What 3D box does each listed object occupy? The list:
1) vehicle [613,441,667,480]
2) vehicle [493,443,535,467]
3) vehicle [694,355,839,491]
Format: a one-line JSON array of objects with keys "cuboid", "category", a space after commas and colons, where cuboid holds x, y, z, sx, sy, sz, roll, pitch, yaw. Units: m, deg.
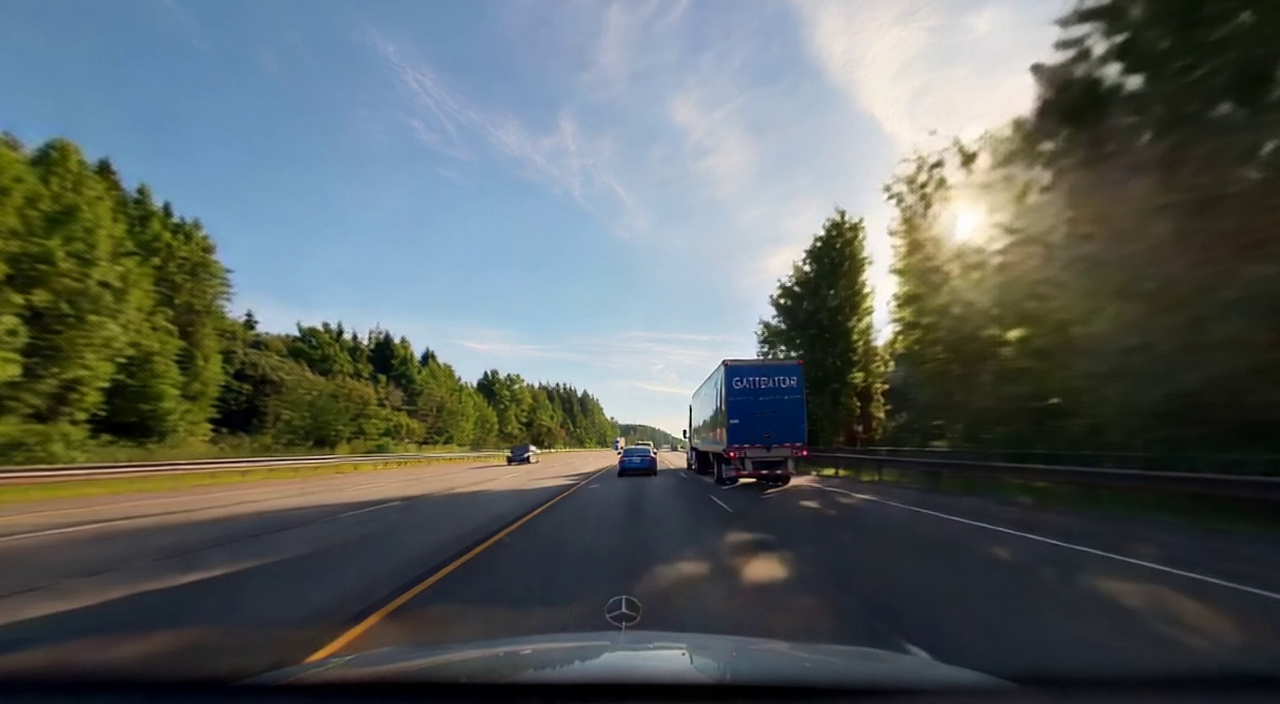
[{"cuboid": [0.007, 4.515, 26.335, 2.074, 1.475, 3.960, 0, -9, 0], "category": "vehicle"}, {"cuboid": [-8.614, 7.089, 43.480, 1.930, 1.549, 4.485, 0, -9, 1], "category": "vehicle"}, {"cuboid": [4.399, 3.211, 26.153, 2.909, 4.074, 14.457, 0, -9, 0], "category": "vehicle"}]
